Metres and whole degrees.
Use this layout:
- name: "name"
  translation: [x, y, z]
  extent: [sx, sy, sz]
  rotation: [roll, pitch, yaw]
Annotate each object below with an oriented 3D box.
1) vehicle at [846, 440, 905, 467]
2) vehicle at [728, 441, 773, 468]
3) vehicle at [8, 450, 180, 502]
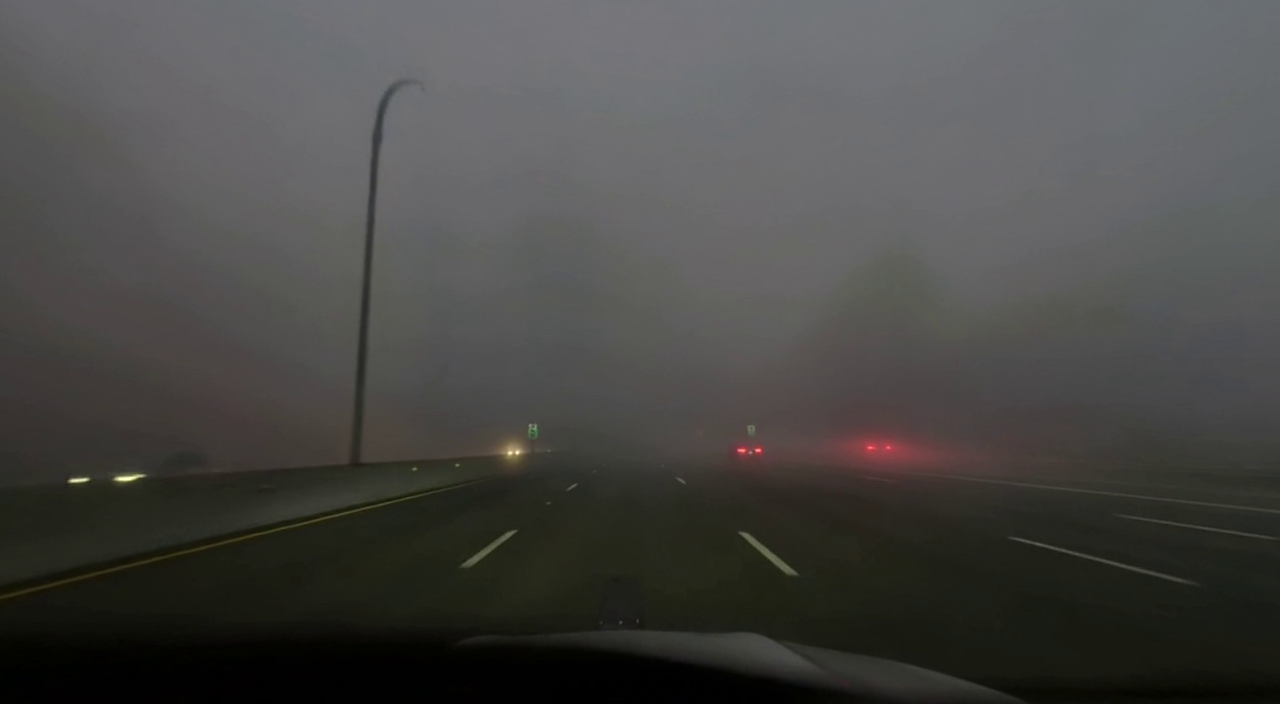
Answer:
- name: "vehicle"
  translation: [14.755, 6.355, 39.817]
  extent: [2.025, 1.595, 4.268]
  rotation: [0, -9, -1]
- name: "vehicle"
  translation: [6.814, 6.378, 39.464]
  extent: [2.038, 1.528, 3.910]
  rotation: [0, -9, -1]
- name: "vehicle"
  translation: [-14.363, 3.242, 16.872]
  extent: [1.639, 1.164, 3.285]
  rotation: [0, -8, 0]
